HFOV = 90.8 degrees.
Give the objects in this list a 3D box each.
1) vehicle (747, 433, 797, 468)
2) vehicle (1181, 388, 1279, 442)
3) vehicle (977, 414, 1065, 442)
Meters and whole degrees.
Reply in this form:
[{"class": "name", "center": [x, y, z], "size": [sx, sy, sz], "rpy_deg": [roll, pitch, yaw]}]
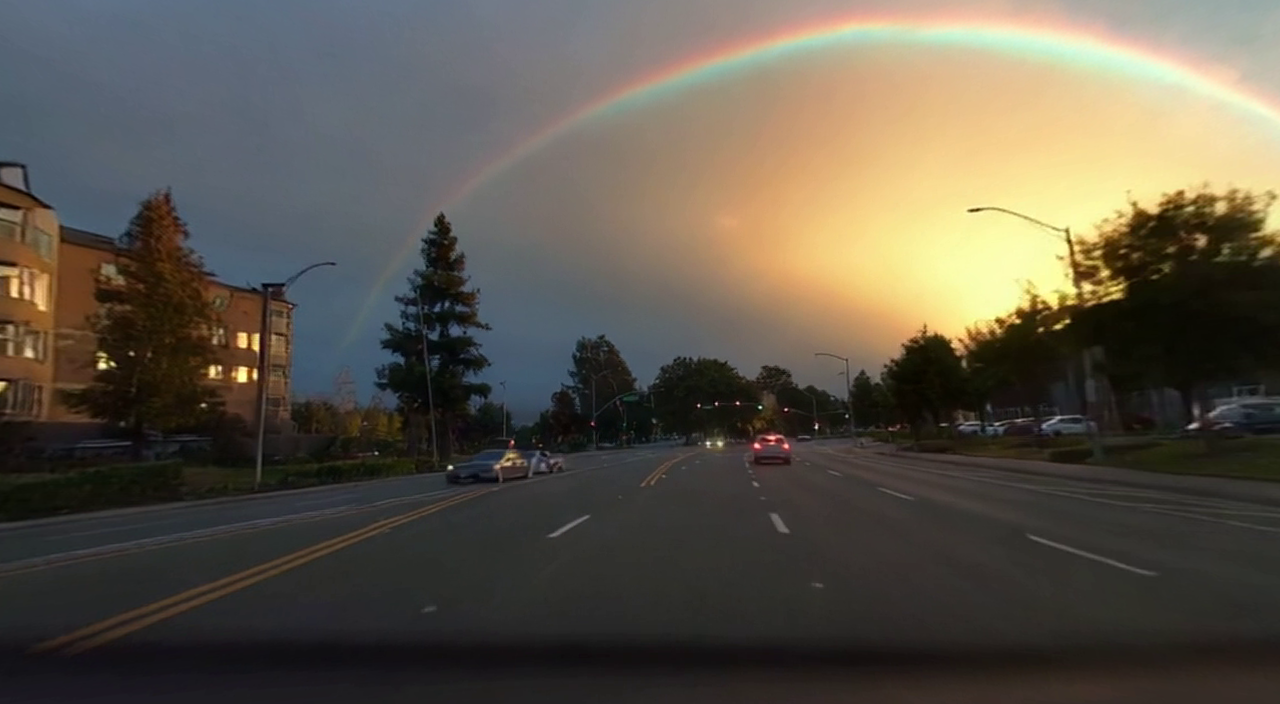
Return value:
[{"class": "vehicle", "center": [6.636, 5.026, 32.179], "size": [2.181, 1.639, 4.127], "rpy_deg": [-1, -9, 7]}, {"class": "vehicle", "center": [22.914, 2.309, 22.910], "size": [4.359, 1.849, 2.152], "rpy_deg": [-1, -9, 7]}, {"class": "vehicle", "center": [25.656, 5.165, 42.720], "size": [4.440, 1.725, 2.255], "rpy_deg": [-1, -9, 8]}]
